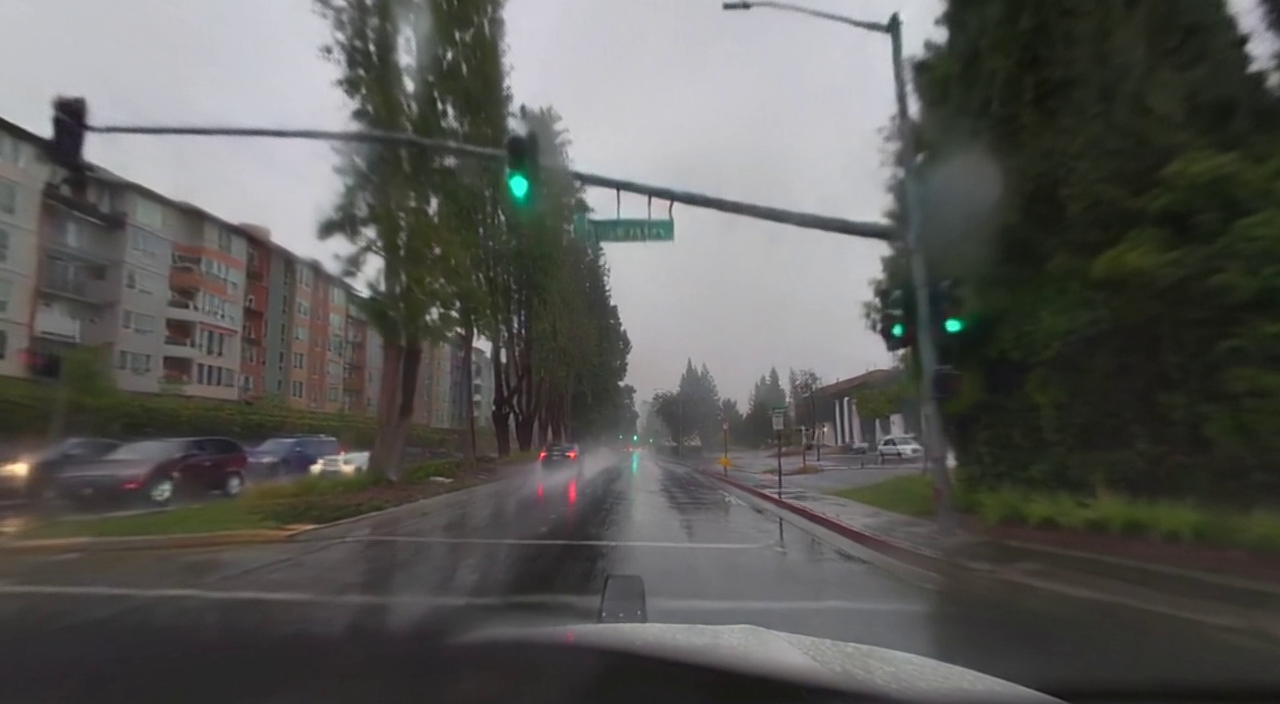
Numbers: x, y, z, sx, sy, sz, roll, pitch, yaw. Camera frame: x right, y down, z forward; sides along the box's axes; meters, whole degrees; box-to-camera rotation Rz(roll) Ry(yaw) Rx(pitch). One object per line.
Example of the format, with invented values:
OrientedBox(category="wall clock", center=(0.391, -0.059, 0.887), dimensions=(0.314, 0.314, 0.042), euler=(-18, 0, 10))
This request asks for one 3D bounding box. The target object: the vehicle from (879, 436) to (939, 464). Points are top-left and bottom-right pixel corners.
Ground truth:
OrientedBox(category="vehicle", center=(17.638, 6.409, 41.689), dimensions=(1.995, 1.554, 4.943), euler=(-5, -8, 3))

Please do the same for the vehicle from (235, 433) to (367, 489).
OrientedBox(category="vehicle", center=(-11.608, 3.757, 22.065), dimensions=(2.040, 1.707, 4.522), euler=(0, -8, 1))

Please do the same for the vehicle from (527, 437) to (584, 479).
OrientedBox(category="vehicle", center=(-3.746, 4.778, 28.746), dimensions=(1.959, 1.741, 4.141), euler=(0, -8, 0))

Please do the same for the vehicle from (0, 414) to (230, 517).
OrientedBox(category="vehicle", center=(-11.794, 2.462, 13.865), dimensions=(2.105, 1.759, 5.403), euler=(-4, -9, -1))
